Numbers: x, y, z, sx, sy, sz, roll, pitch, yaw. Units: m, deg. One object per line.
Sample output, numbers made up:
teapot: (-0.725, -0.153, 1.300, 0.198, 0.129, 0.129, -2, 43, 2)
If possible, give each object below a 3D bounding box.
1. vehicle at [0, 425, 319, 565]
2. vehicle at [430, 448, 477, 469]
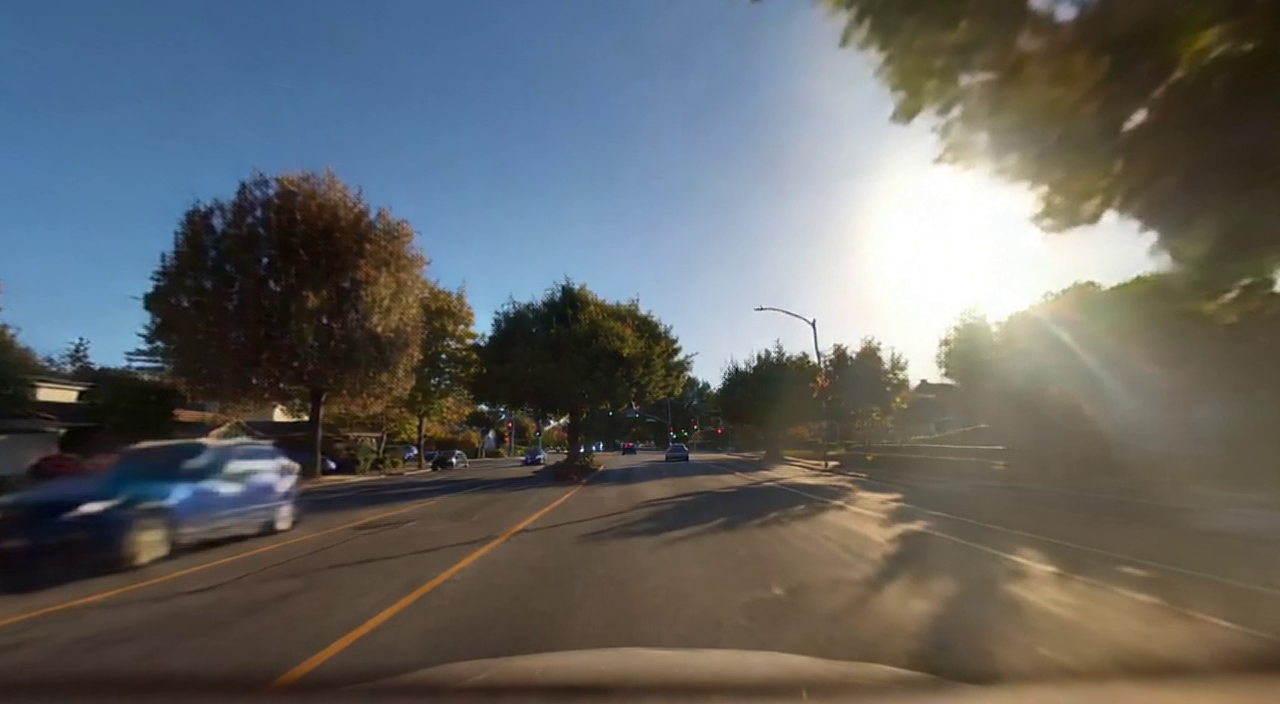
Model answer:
vehicle: (-7.234, 2.090, 10.059, 1.958, 1.702, 4.386, 0, -8, -1)
vehicle: (-13.701, 7.829, 46.574, 1.992, 1.453, 4.439, 0, -8, 2)
